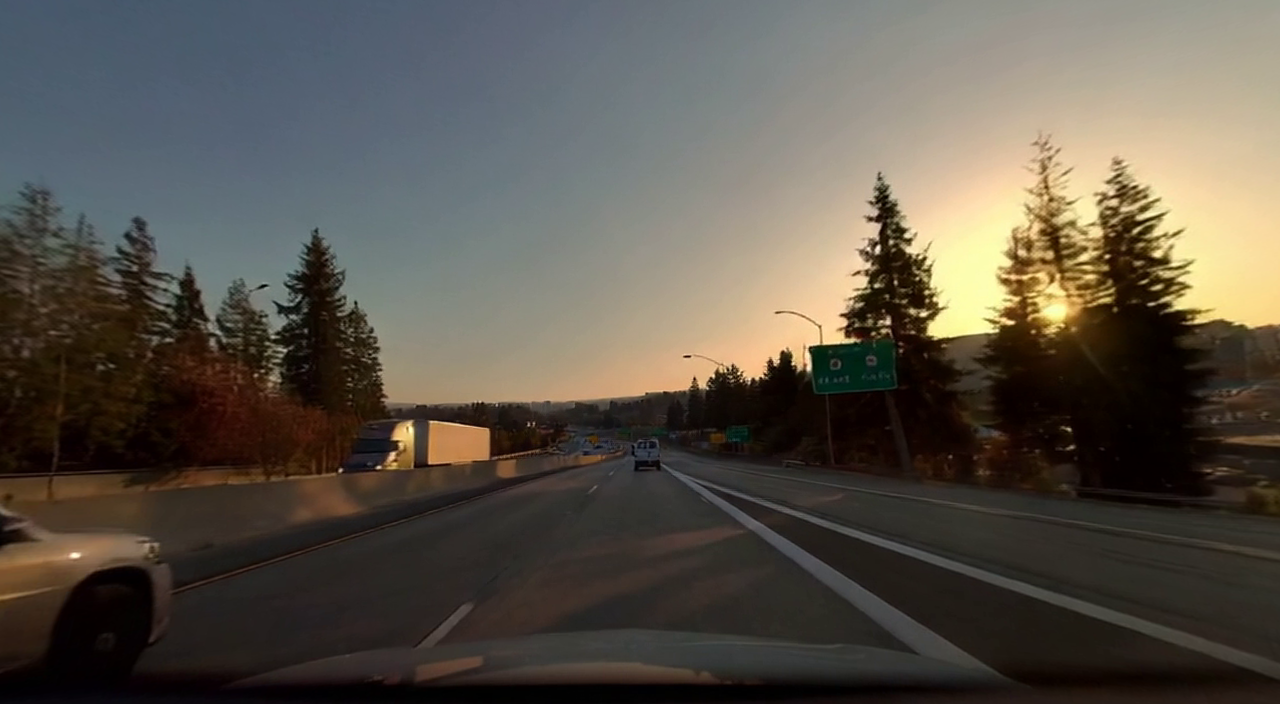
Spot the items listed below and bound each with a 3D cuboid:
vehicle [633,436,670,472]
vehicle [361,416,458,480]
[{"bbox_3d":[0.720,6.502,40.122,2.268,2.122,4.595,-1,-9,1],"label":"vehicle"},{"bbox_3d":[-16.443,7.015,45.756,2.999,4.090,10.254,-1,-9,1],"label":"vehicle"}]
